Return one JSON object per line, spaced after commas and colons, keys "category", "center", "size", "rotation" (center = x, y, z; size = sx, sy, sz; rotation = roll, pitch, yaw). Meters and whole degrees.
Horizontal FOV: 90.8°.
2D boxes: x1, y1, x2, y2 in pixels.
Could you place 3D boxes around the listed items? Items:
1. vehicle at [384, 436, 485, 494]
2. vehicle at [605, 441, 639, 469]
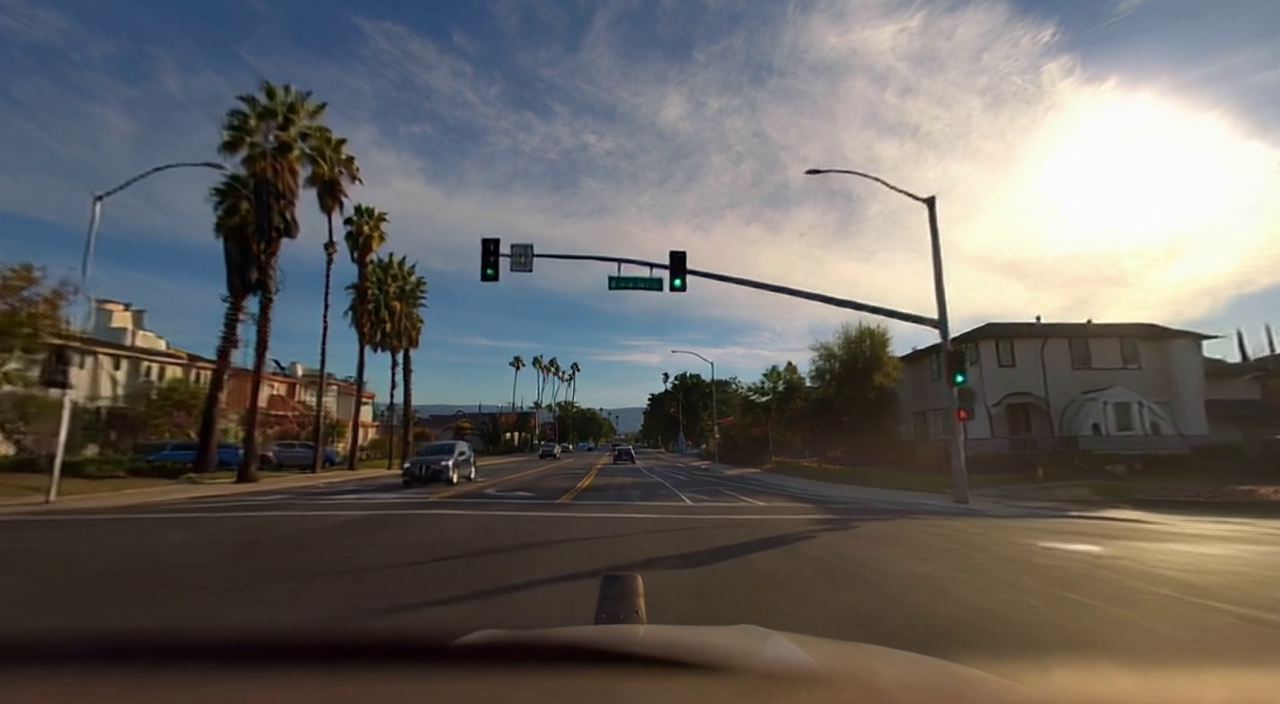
{"category": "vehicle", "center": [-6.518, 3.640, 20.551], "size": [1.983, 1.684, 3.938], "rotation": [0, -9, -1]}
{"category": "vehicle", "center": [-1.336, 7.197, 44.300], "size": [2.248, 1.833, 4.798], "rotation": [0, -9, -3]}
